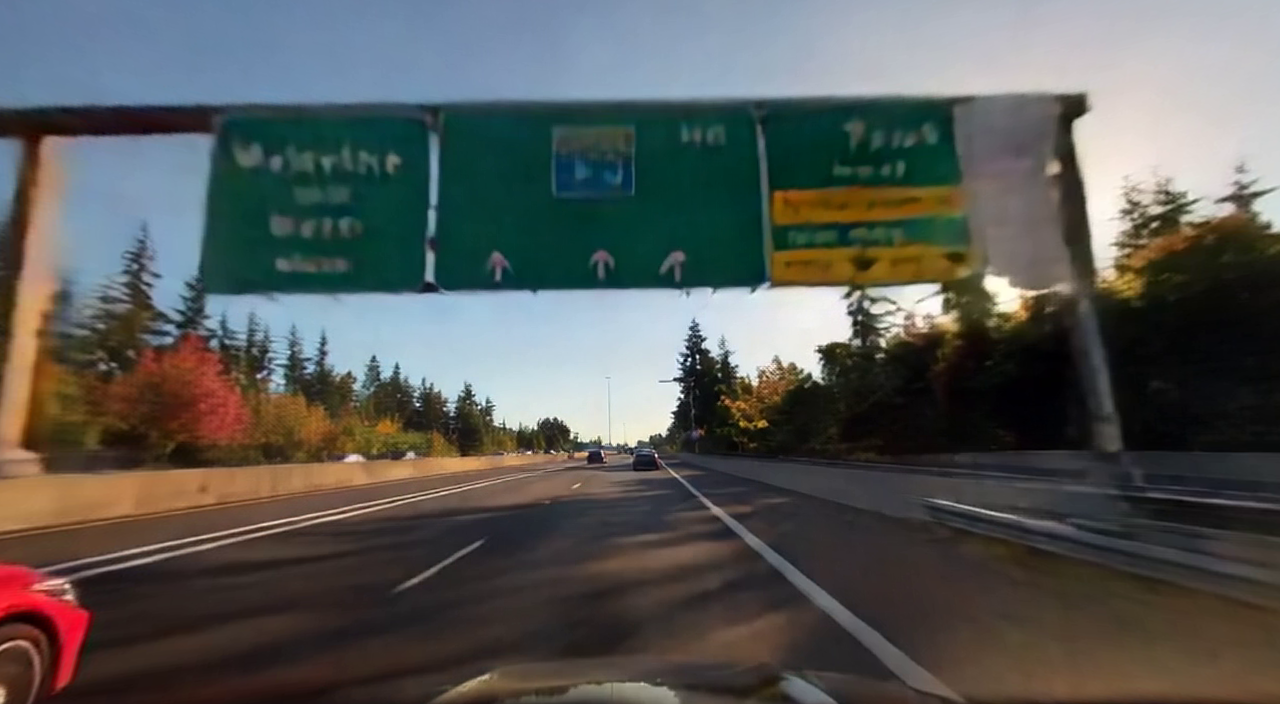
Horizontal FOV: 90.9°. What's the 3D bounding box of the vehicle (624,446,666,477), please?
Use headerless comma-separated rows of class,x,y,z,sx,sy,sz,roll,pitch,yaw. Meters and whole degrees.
vehicle,0.237,5.517,32.043,2.002,1.449,3.612,0,-9,0

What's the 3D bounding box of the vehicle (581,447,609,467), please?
vehicle,-3.523,8.233,49.619,1.877,1.504,3.799,0,-9,1
